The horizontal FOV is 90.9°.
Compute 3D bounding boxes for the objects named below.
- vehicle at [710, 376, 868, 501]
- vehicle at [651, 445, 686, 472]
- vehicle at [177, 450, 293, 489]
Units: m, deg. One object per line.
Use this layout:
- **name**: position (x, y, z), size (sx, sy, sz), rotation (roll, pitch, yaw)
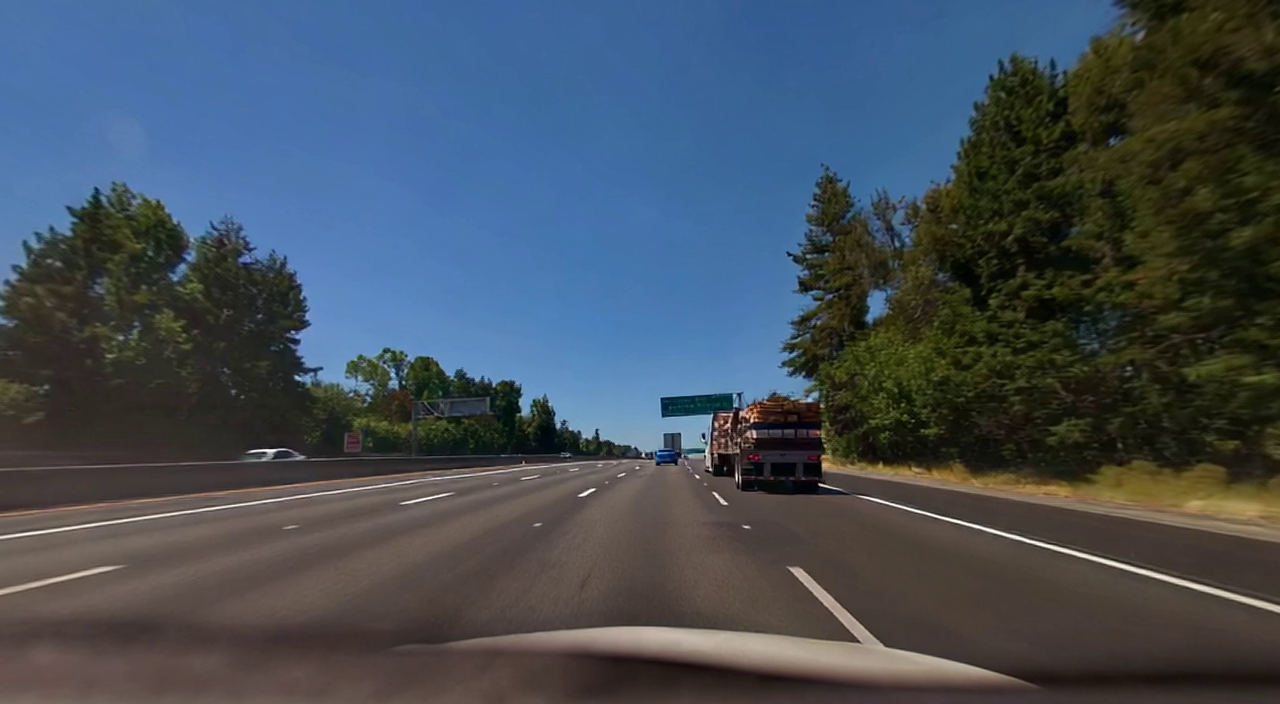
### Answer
- **vehicle**: position (4.828, 3.560, 25.471), size (2.917, 3.179, 18.723), rotation (0, -8, 3)
- **vehicle**: position (1.774, 6.611, 39.355), size (2.042, 1.528, 4.300), rotation (0, -8, 3)
- **vehicle**: position (-16.919, 4.909, 26.632), size (1.868, 1.452, 4.321), rotation (0, -8, 3)
